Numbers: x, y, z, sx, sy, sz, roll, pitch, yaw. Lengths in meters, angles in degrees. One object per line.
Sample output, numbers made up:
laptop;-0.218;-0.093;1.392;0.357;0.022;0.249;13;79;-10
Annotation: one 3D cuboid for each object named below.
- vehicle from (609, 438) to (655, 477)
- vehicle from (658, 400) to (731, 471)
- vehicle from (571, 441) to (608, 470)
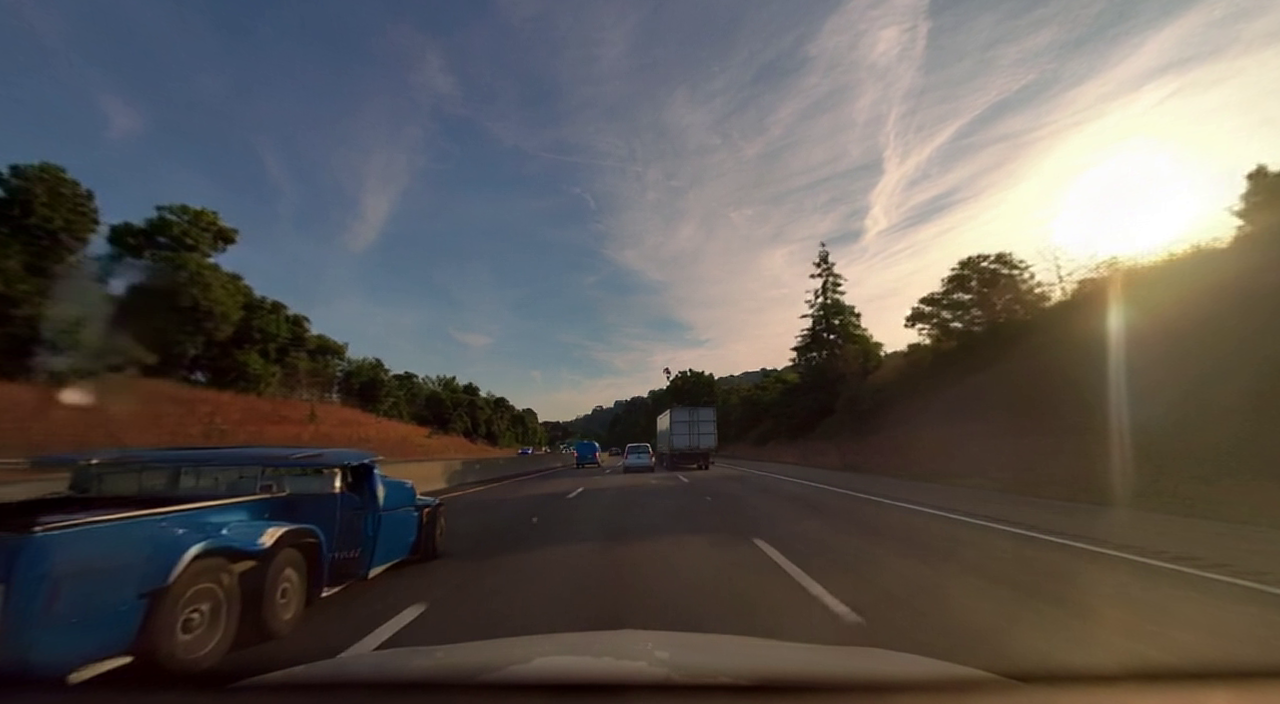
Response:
vehicle;-0.379;5.352;32.135;2.209;1.825;4.036;0;-9;0
vehicle;3.345;6.109;44.597;3.468;4.030;16.902;0;-9;-1
vehicle;-3.544;7.428;45.391;2.167;1.991;5.062;-1;-9;1
